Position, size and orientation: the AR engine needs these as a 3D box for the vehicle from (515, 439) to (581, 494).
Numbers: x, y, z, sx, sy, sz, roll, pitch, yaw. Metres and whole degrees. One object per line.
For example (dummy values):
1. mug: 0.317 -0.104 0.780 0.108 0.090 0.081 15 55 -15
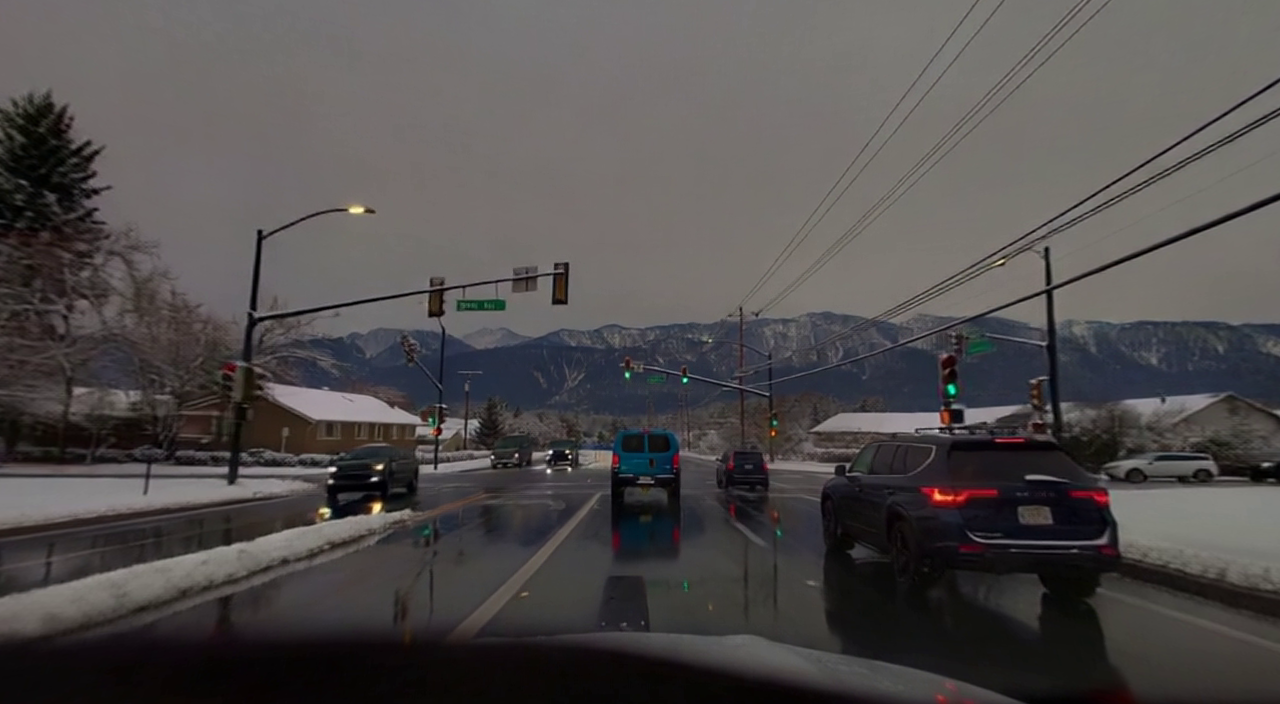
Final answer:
1. vehicle: -3.317 4.008 22.485 2.059 1.749 4.458 1 -9 -10

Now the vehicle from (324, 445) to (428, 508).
1. vehicle: -7.477 3.495 18.328 2.005 1.533 4.644 2 -9 -13

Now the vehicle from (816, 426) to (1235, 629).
1. vehicle: 3.879 1.814 7.680 2.155 1.658 4.721 0 -8 1

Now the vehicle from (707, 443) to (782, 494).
1. vehicle: 3.685 4.175 22.968 1.957 1.646 4.355 0 -8 0

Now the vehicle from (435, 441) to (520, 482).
1. vehicle: -7.985 5.281 30.737 1.999 1.864 4.530 8 -11 -42

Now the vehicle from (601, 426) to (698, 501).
1. vehicle: 0.281 3.419 19.802 2.636 2.011 5.130 0 -8 1
